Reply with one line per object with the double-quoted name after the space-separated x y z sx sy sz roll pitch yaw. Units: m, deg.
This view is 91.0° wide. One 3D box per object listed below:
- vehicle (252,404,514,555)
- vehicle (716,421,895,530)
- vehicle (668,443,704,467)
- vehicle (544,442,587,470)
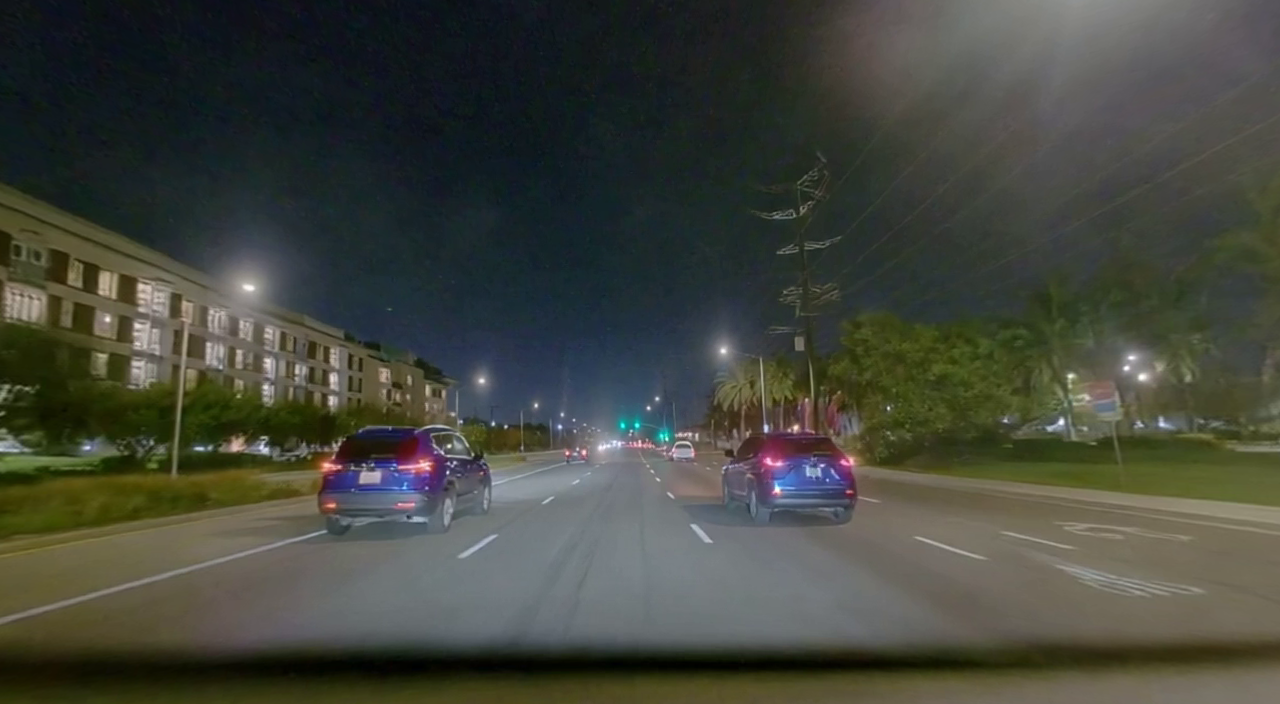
-3.603 1.911 10.108 2.169 1.796 4.821 0 -9 0 "vehicle"
2.894 2.279 12.165 2.198 1.706 4.166 0 -9 -1 "vehicle"
2.971 6.809 41.804 1.981 1.472 3.923 0 -9 -2 "vehicle"
-4.245 6.016 36.601 2.040 1.482 4.121 0 -9 0 "vehicle"
